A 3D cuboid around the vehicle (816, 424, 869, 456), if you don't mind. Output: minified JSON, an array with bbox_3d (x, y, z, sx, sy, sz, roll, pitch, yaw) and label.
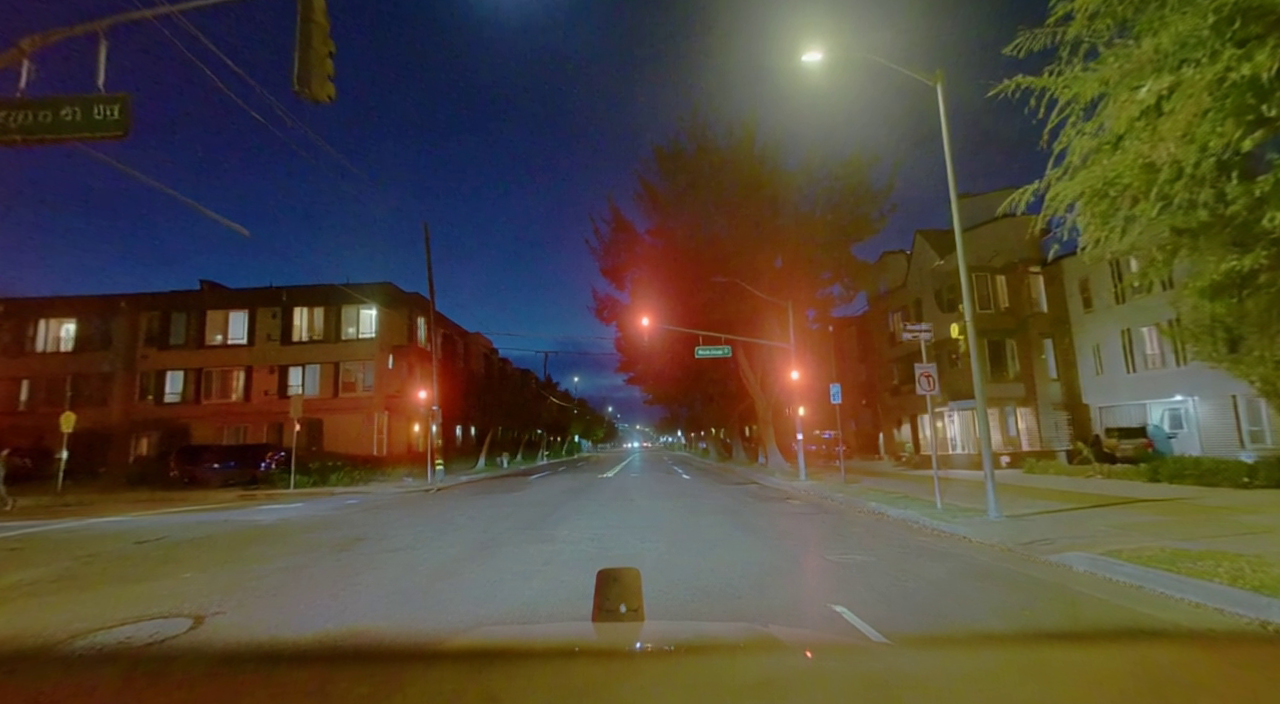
[{"bbox_3d":[11.538,5.066,36.212,1.950,1.714,4.245,-1,-9,5],"label":"vehicle"}]

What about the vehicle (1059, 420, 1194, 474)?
[{"bbox_3d":[17.074,3.364,22.468,2.013,1.722,4.007,-2,-9,9],"label":"vehicle"}]

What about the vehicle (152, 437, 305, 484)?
[{"bbox_3d":[-18.977,5.000,29.423,5.468,1.854,2.283,-2,-8,-5],"label":"vehicle"}]
